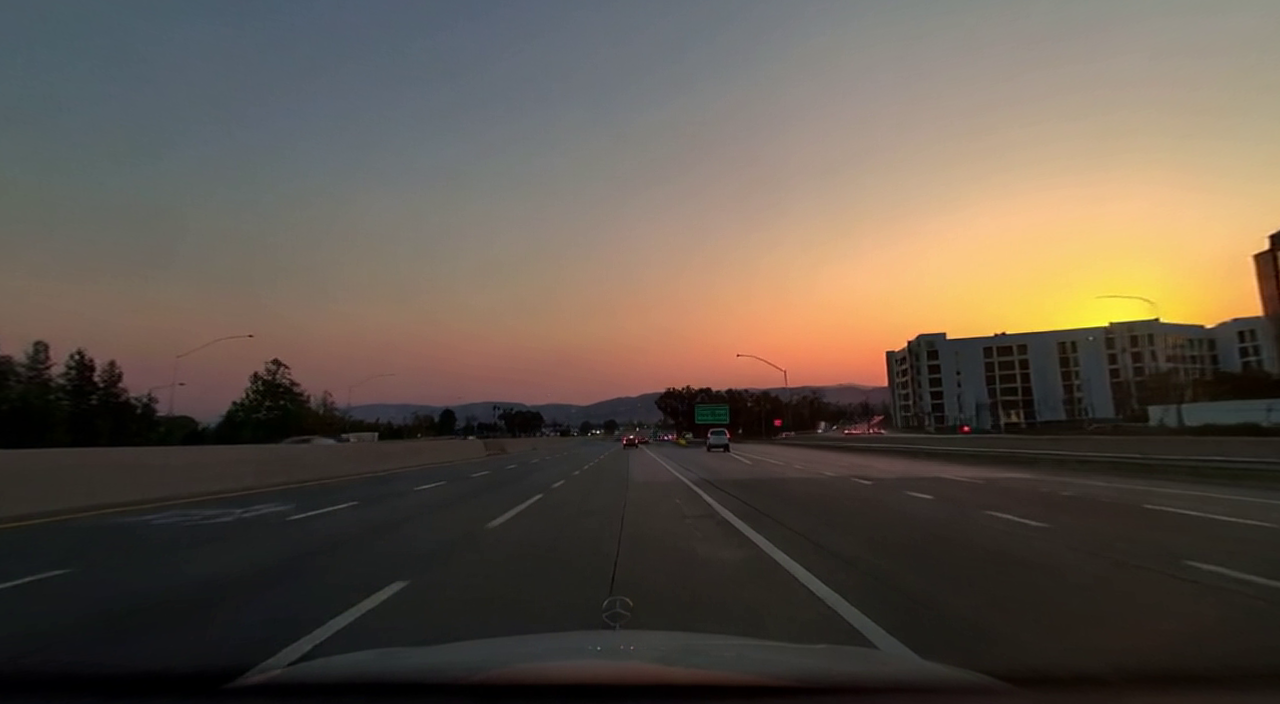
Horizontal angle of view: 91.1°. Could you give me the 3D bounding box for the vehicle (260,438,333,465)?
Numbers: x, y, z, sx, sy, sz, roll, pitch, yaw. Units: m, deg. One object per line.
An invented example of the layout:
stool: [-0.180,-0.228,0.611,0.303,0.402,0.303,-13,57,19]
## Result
vehicle: [-21.334,6.189,39.268,1.948,1.556,4.487,0,-8,1]
